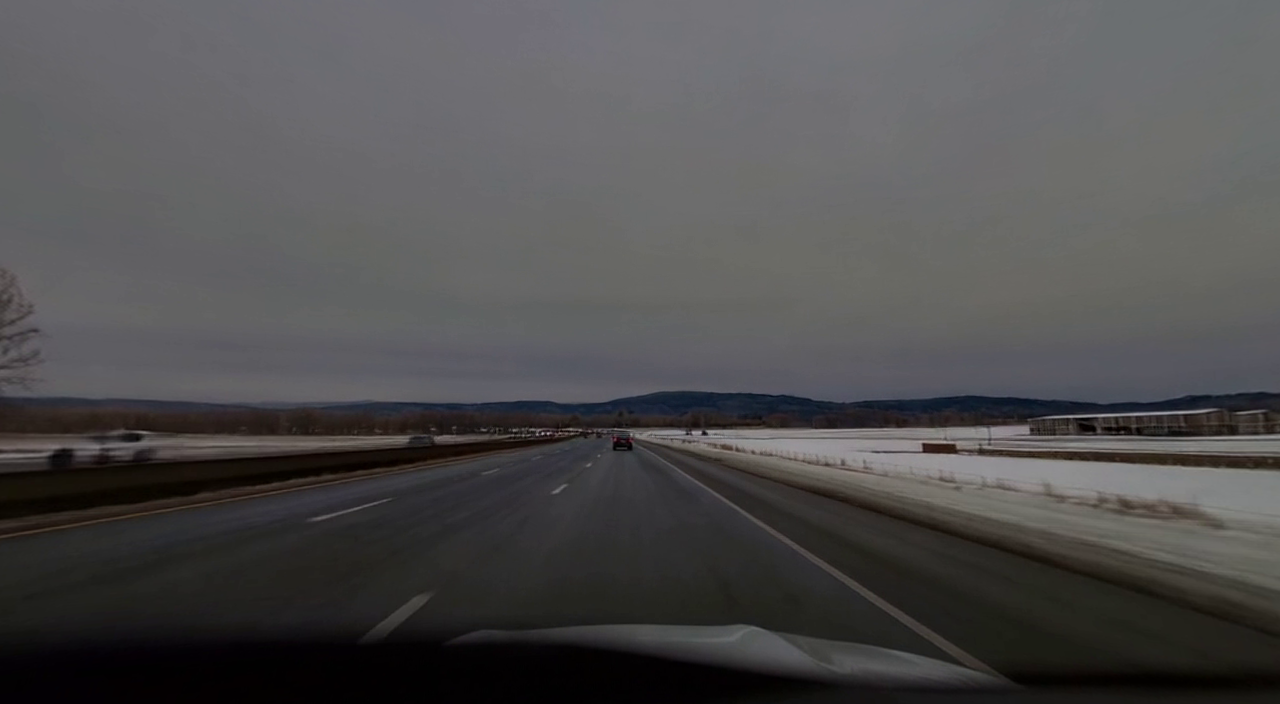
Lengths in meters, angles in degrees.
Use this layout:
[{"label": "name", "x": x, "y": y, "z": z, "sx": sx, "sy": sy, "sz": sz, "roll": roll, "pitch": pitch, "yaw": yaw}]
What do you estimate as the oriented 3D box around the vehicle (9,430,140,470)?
[{"label": "vehicle", "x": -23.209, "y": 4.025, "z": 26.036, "sx": 1.780, "sy": 1.487, "sz": 3.936, "roll": 0, "pitch": -8, "yaw": 0}]
